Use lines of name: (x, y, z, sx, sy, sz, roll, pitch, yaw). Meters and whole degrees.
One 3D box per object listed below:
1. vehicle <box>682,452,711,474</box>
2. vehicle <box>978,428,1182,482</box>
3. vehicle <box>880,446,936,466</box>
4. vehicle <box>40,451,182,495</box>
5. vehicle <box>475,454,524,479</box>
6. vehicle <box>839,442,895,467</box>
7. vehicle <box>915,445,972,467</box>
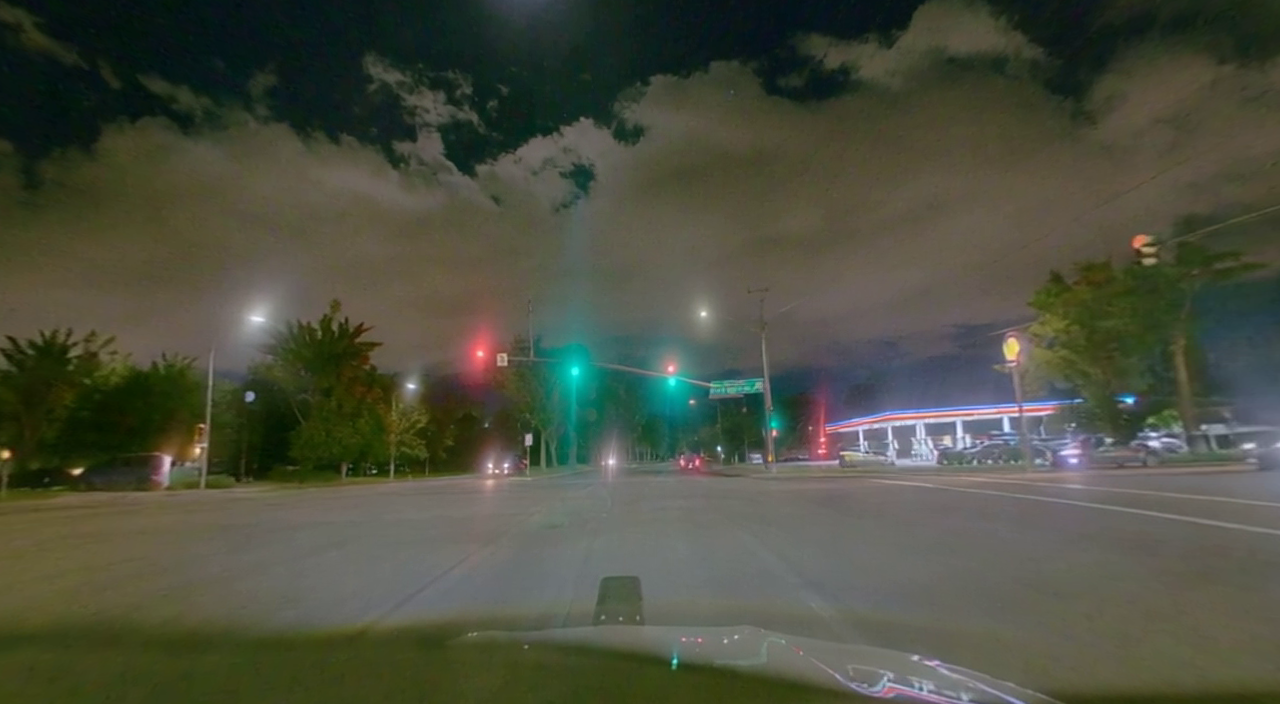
vehicle: (4.205, 8.320, 47.586, 1.908, 1.492, 3.977, -1, -9, 2)
vehicle: (13.211, 3.127, 19.219, 4.605, 1.497, 2.061, -1, -9, 0)
vehicle: (20.049, 7.776, 47.196, 4.553, 1.371, 2.019, 9, -15, -42)
vehicle: (-33.289, 7.596, 39.926, 6.708, 2.544, 2.452, -1, -9, 1)
vehicle: (-9.191, 7.553, 41.767, 2.023, 1.498, 4.605, -1, -9, 3)
vehicle: (17.720, 7.971, 49.154, 4.601, 1.766, 2.015, 7, -14, -42)
vehicle: (21.853, 7.432, 45.414, 4.329, 1.461, 1.873, 6, -11, -38)
